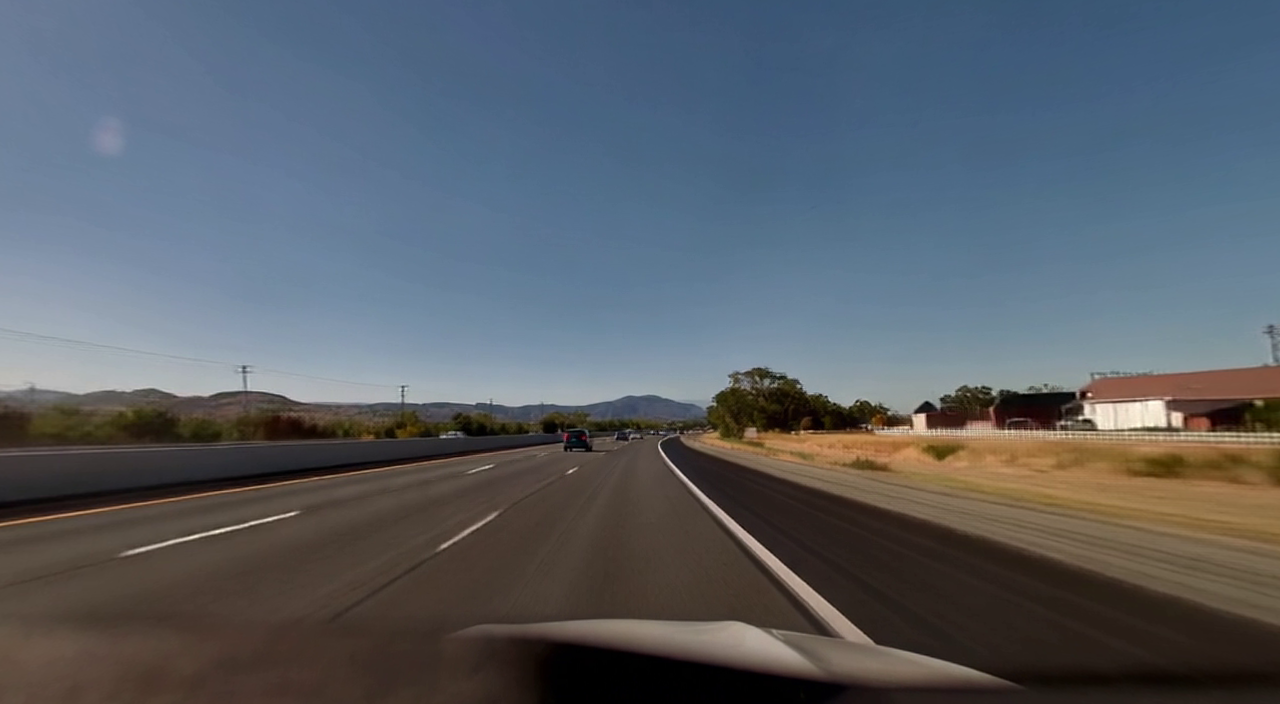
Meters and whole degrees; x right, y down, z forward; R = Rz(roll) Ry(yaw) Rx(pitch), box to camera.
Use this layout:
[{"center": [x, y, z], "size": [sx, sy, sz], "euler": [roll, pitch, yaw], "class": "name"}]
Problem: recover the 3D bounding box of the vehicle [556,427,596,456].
[{"center": [-4.002, 5.651, 39.934], "size": [1.980, 1.721, 4.419], "euler": [0, -8, 1], "class": "vehicle"}]
